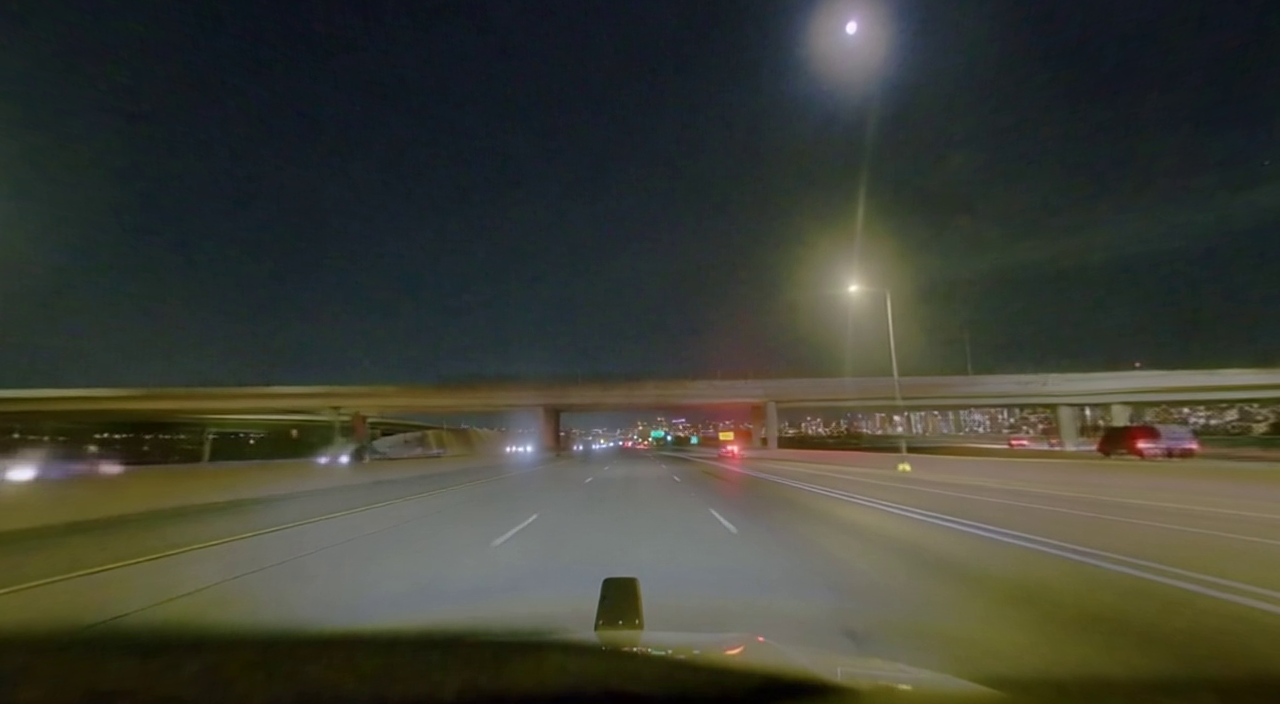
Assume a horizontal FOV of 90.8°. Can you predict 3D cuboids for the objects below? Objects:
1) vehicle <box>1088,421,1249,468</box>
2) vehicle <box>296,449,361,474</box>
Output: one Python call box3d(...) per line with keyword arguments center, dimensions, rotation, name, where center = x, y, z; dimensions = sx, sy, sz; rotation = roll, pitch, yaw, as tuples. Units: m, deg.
box3d(center=(18.886, 3.358, 22.916), dimensions=(1.916, 1.508, 4.485), rotation=(0, -9, 0), name="vehicle")
box3d(center=(-19.769, 6.957, 40.324), dimensions=(2.036, 1.510, 4.298), rotation=(0, -9, -1), name="vehicle")
